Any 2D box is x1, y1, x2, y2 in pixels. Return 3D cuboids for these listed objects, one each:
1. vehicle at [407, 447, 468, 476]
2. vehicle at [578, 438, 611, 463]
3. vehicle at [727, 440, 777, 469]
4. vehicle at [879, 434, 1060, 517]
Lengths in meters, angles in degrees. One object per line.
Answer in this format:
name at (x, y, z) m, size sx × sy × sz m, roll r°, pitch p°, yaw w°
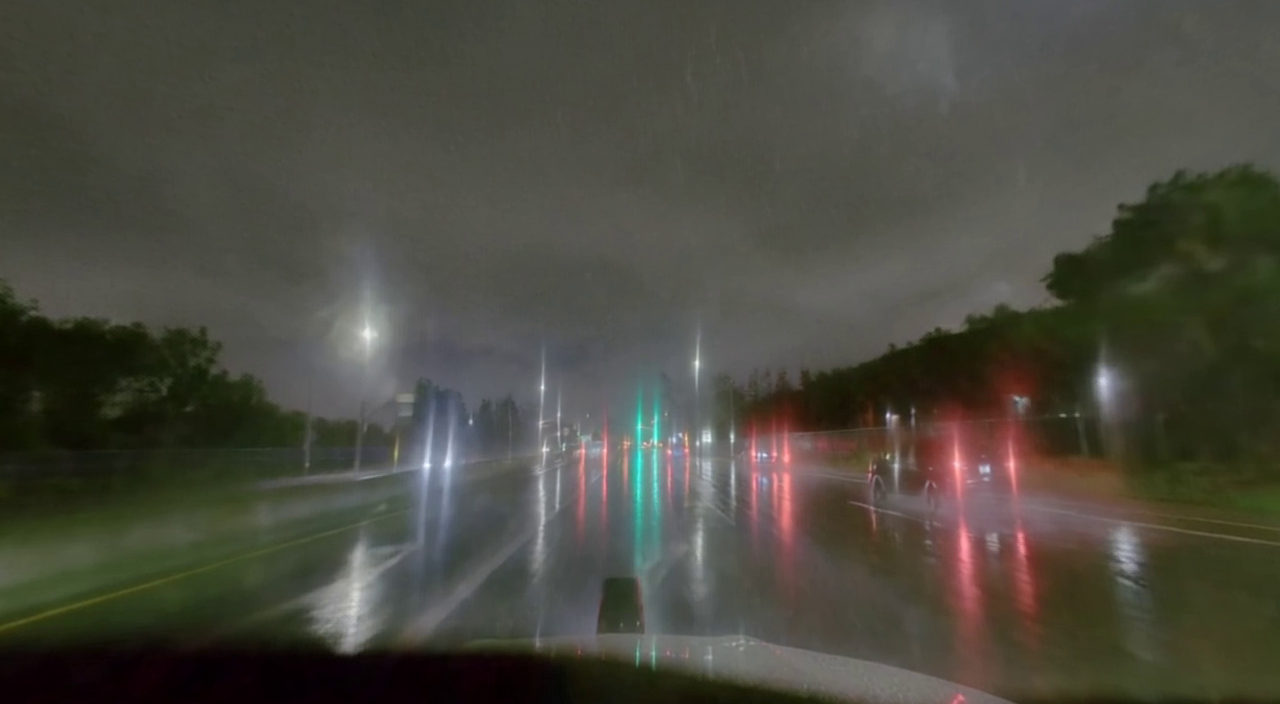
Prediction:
vehicle at (-11.179, 6.049, 35.188) m, size 1.973 × 1.536 × 3.872 m, roll 0°, pitch -8°, yaw 3°
vehicle at (-3.439, 7.549, 48.538) m, size 2.230 × 1.827 × 4.406 m, roll 0°, pitch -8°, yaw 0°
vehicle at (6.434, 5.940, 36.837) m, size 1.987 × 1.597 × 4.463 m, roll 0°, pitch -8°, yaw -1°
vehicle at (6.806, 2.559, 13.573) m, size 1.838 × 1.518 × 3.713 m, roll 0°, pitch -8°, yaw -1°
